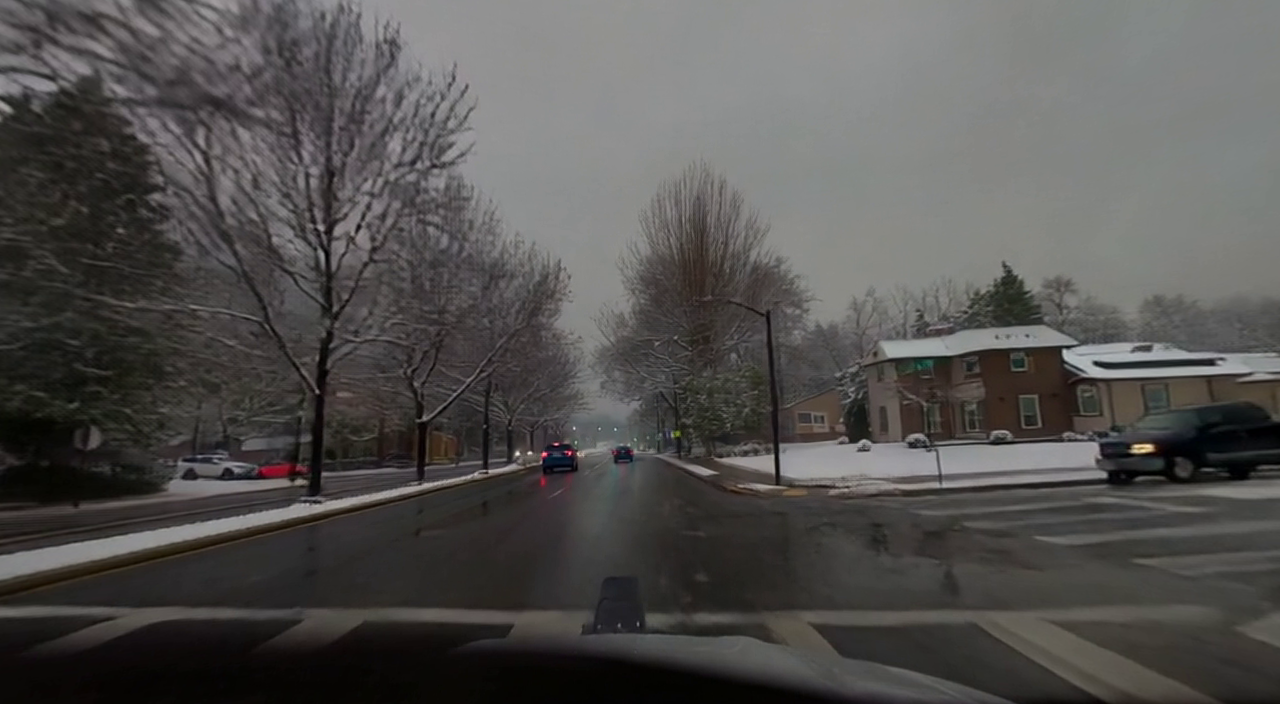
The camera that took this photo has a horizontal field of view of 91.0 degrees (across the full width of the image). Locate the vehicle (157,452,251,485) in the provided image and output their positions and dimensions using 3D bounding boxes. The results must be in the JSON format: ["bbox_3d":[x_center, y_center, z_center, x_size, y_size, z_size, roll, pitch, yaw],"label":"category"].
[{"bbox_3d":[-30.866,8.269,44.691,4.865,2.217,2.192,0,-8,-3],"label":"vehicle"}]

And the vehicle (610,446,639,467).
[{"bbox_3d":[-1.178,8.088,48.915,2.187,1.478,4.138,0,-8,-1],"label":"vehicle"}]

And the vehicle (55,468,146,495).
[{"bbox_3d":[-38.165,9.170,44.620,4.495,1.504,2.023,-3,-9,-5],"label":"vehicle"}]

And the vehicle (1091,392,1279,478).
[{"bbox_3d":[15.114,2.118,16.063,5.230,2.007,2.410,0,-8,1],"label":"vehicle"}]

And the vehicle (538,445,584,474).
[{"bbox_3d":[-4.277,5.902,34.744,2.083,1.460,4.527,0,-8,-1],"label":"vehicle"}]
